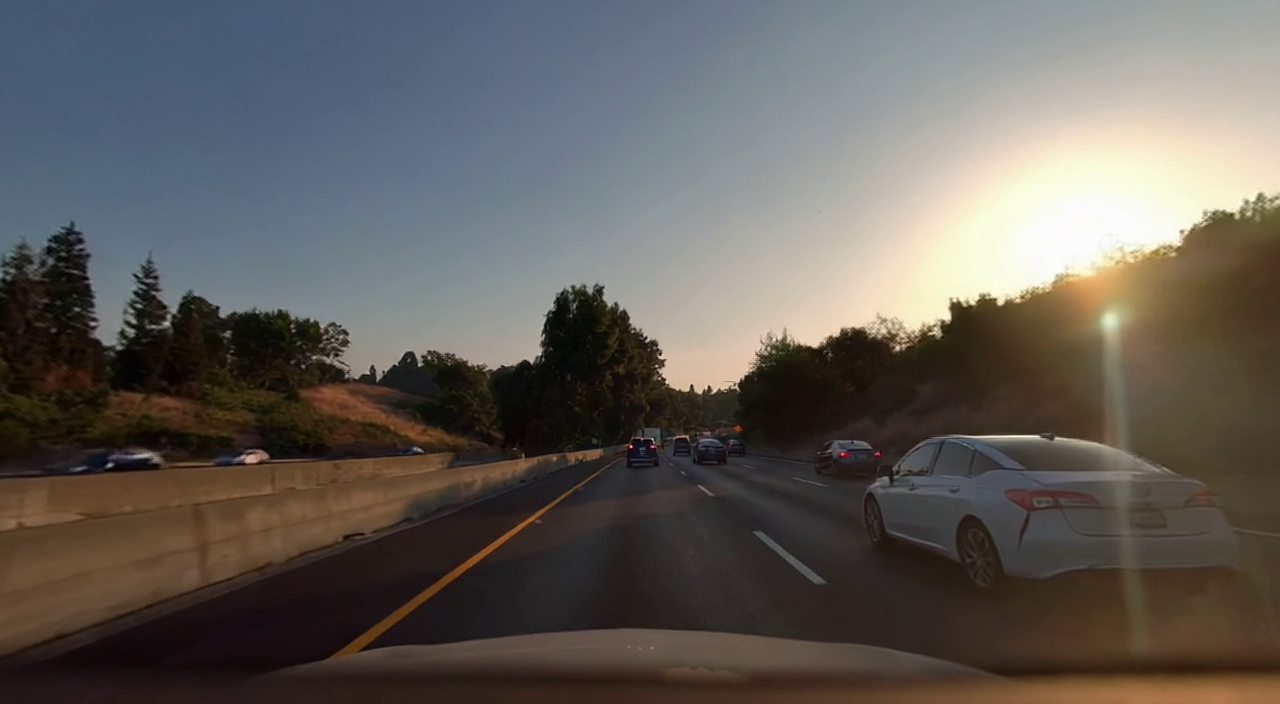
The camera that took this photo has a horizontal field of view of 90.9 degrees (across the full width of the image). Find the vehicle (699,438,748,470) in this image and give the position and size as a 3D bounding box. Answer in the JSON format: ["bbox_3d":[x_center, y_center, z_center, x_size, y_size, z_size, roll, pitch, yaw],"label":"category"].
[{"bbox_3d":[4.146,5.121,31.896,1.825,1.487,4.034,0,-8,-1],"label":"vehicle"}]

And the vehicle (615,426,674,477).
[{"bbox_3d":[0.167,4.007,25.518,2.189,1.852,4.038,0,-8,0],"label":"vehicle"}]

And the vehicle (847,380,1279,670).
[{"bbox_3d":[3.700,1.314,5.928,2.003,1.661,4.418,0,-8,0],"label":"vehicle"}]

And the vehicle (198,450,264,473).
[{"bbox_3d":[-31.134,8.329,48.190,2.027,1.619,4.468,0,-8,0],"label":"vehicle"}]

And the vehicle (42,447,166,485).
[{"bbox_3d":[-27.031,5.739,32.085,2.133,1.710,4.731,0,-8,0],"label":"vehicle"}]
